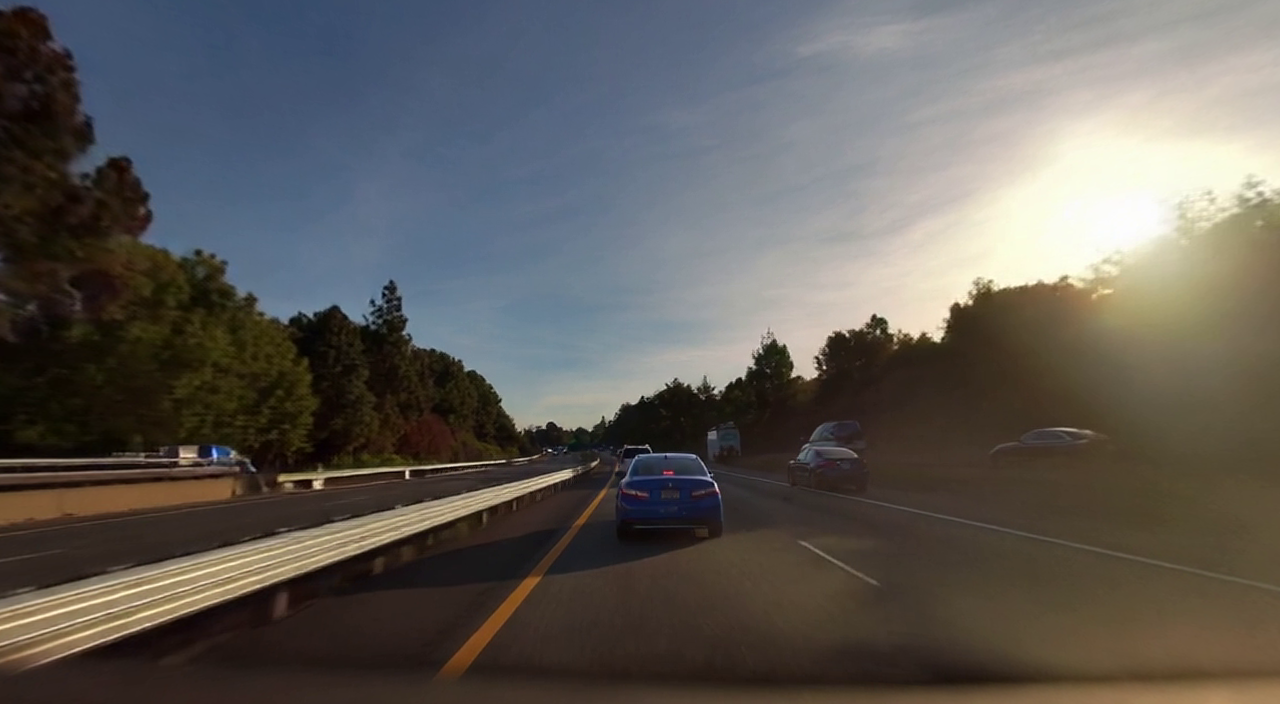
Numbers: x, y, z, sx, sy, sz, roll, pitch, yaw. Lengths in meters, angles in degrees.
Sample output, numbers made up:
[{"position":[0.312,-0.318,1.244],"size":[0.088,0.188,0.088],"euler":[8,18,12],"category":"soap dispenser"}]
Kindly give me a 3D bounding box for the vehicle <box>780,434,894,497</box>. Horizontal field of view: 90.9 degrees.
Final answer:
[{"position":[6.293,3.695,20.810],"size":[2.177,1.827,4.565],"euler":[0,-9,-1],"category":"vehicle"}]

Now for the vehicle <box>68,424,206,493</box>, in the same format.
[{"position":[-33.549,7.101,42.580],"size":[2.902,3.981,7.819],"euler":[-3,-8,0],"category":"vehicle"}]

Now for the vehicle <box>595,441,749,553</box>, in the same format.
[{"position":[0.407,2.261,10.462],"size":[2.076,1.485,3.774],"euler":[0,-9,-1],"category":"vehicle"}]

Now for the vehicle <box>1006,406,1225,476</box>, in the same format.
[{"position":[31.511,6.212,43.403],"size":[2.822,3.996,14.073],"euler":[1,-9,-7],"category":"vehicle"}]
